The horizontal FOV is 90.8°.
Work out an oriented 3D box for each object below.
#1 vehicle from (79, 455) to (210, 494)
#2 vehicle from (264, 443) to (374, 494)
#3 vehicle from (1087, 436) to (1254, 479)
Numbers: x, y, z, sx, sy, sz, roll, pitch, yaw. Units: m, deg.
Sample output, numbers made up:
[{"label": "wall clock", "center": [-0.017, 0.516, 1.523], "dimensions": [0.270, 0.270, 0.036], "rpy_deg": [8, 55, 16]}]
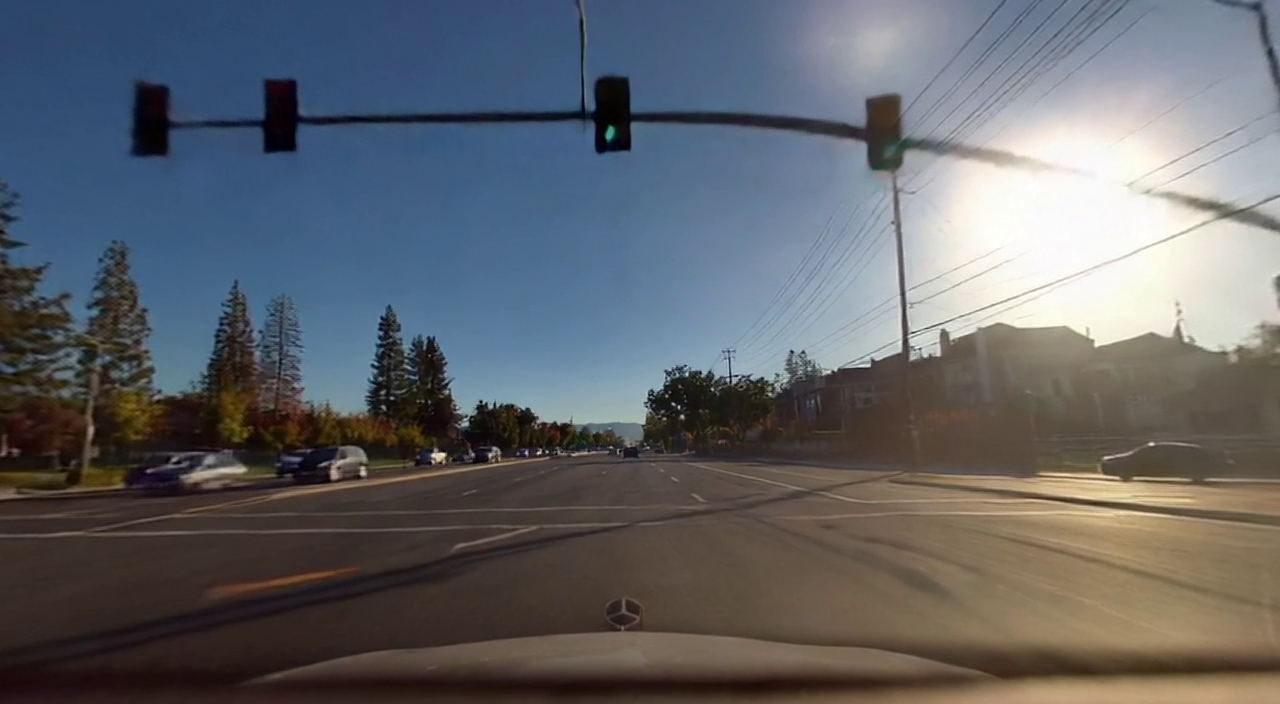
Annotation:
[{"label": "vehicle", "center": [-21.649, 5.345, 27.900], "dimensions": [2.002, 1.489, 4.734], "rpy_deg": [0, -9, -1]}, {"label": "vehicle", "center": [-11.848, 4.285, 23.708], "dimensions": [1.912, 1.509, 4.425], "rpy_deg": [-4, -7, -1]}, {"label": "vehicle", "center": [19.792, 3.925, 23.757], "dimensions": [1.842, 1.454, 4.439], "rpy_deg": [7, -11, -40]}]
